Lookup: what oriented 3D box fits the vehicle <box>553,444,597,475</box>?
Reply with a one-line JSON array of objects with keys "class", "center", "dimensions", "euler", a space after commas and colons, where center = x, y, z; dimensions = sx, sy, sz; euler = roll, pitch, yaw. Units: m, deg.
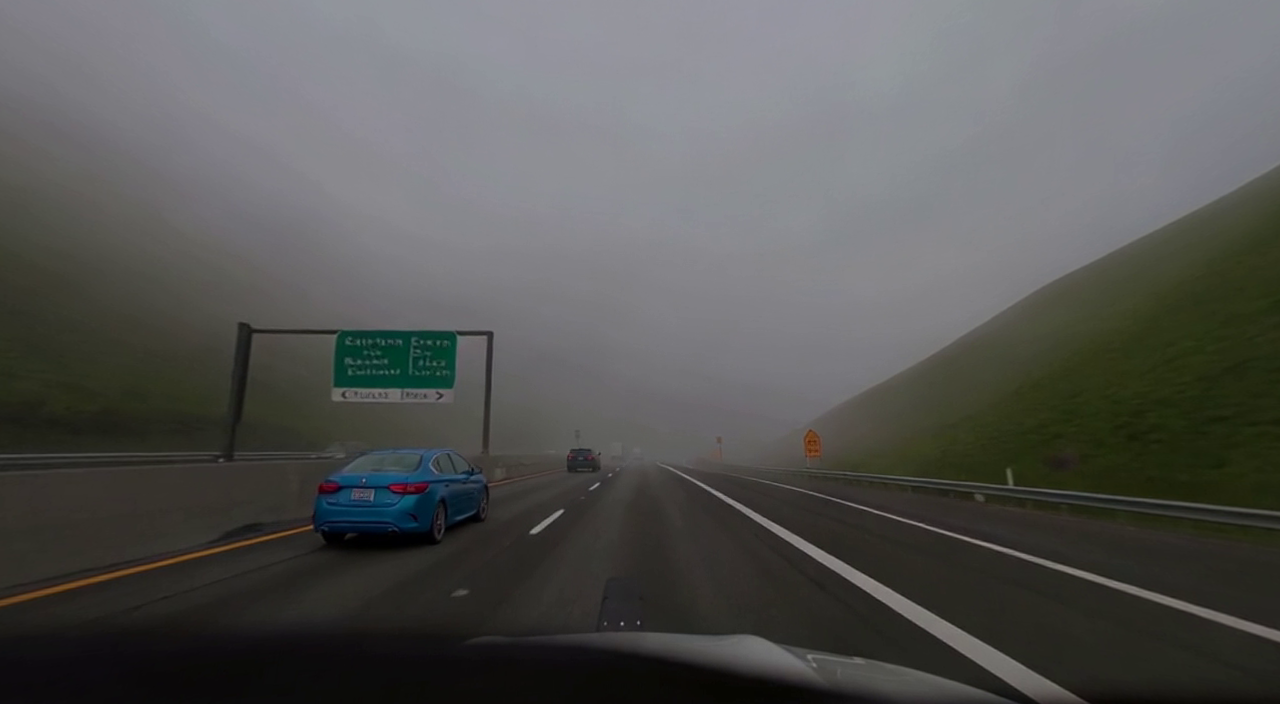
[{"class": "vehicle", "center": [-3.676, 6.177, 36.437], "dimensions": [2.073, 1.694, 4.162], "euler": [0, -9, 1]}]

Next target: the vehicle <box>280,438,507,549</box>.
[{"class": "vehicle", "center": [-3.744, 2.234, 10.654], "dimensions": [1.988, 1.440, 4.504], "euler": [0, -9, 0]}]
